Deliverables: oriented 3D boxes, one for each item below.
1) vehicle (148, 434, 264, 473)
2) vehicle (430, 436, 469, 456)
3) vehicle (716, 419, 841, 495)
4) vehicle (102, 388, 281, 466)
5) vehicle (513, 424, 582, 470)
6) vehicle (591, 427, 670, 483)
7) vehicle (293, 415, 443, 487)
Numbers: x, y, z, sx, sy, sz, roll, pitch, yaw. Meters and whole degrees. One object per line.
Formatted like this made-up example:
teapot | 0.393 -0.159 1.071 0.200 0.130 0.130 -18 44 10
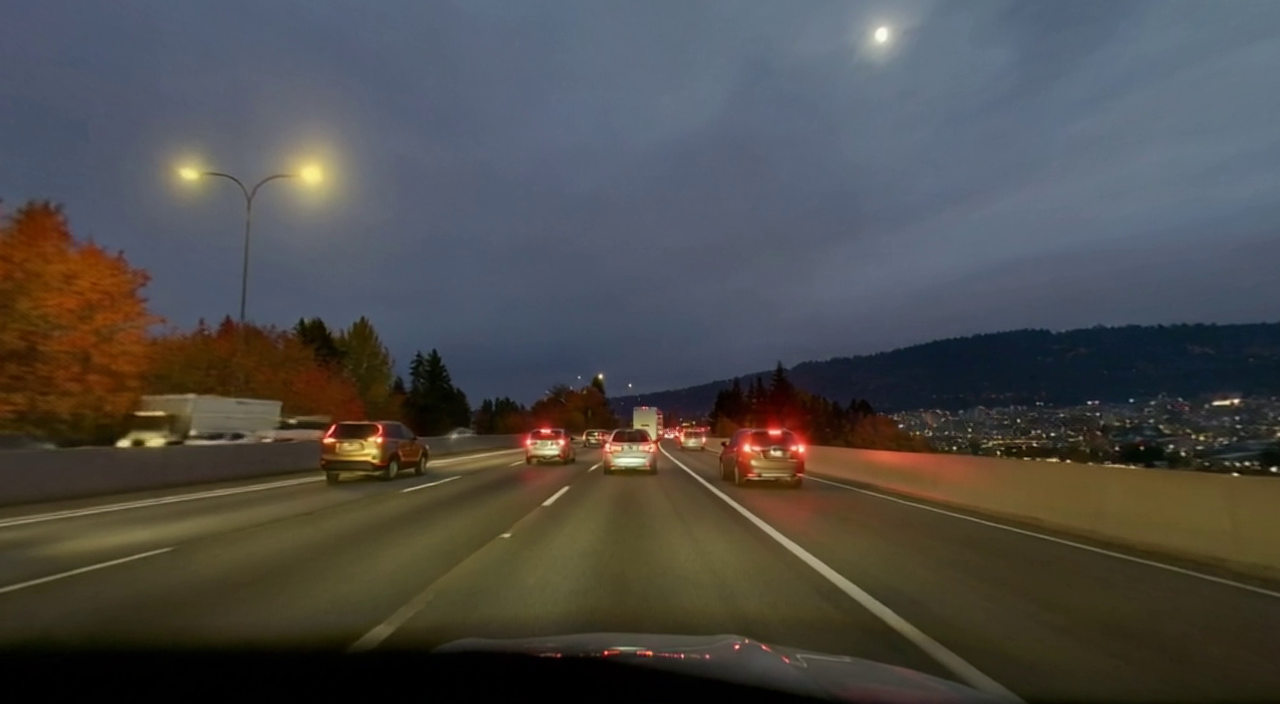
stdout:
vehicle | -18.878 4.403 27.638 1.879 1.515 4.479 0 -8 0
vehicle | -14.937 7.399 49.456 1.811 1.478 4.096 0 -8 0
vehicle | 3.311 2.592 16.019 2.095 1.650 4.331 0 -8 -1
vehicle | -22.684 3.941 32.663 2.912 3.480 8.454 0 -8 1
vehicle | -3.612 3.822 25.463 2.064 1.672 4.277 0 -8 1
vehicle | -0.241 3.082 19.158 2.111 1.494 4.364 0 -8 1
vehicle | -7.485 2.771 17.968 2.117 1.779 4.745 0 -8 1
